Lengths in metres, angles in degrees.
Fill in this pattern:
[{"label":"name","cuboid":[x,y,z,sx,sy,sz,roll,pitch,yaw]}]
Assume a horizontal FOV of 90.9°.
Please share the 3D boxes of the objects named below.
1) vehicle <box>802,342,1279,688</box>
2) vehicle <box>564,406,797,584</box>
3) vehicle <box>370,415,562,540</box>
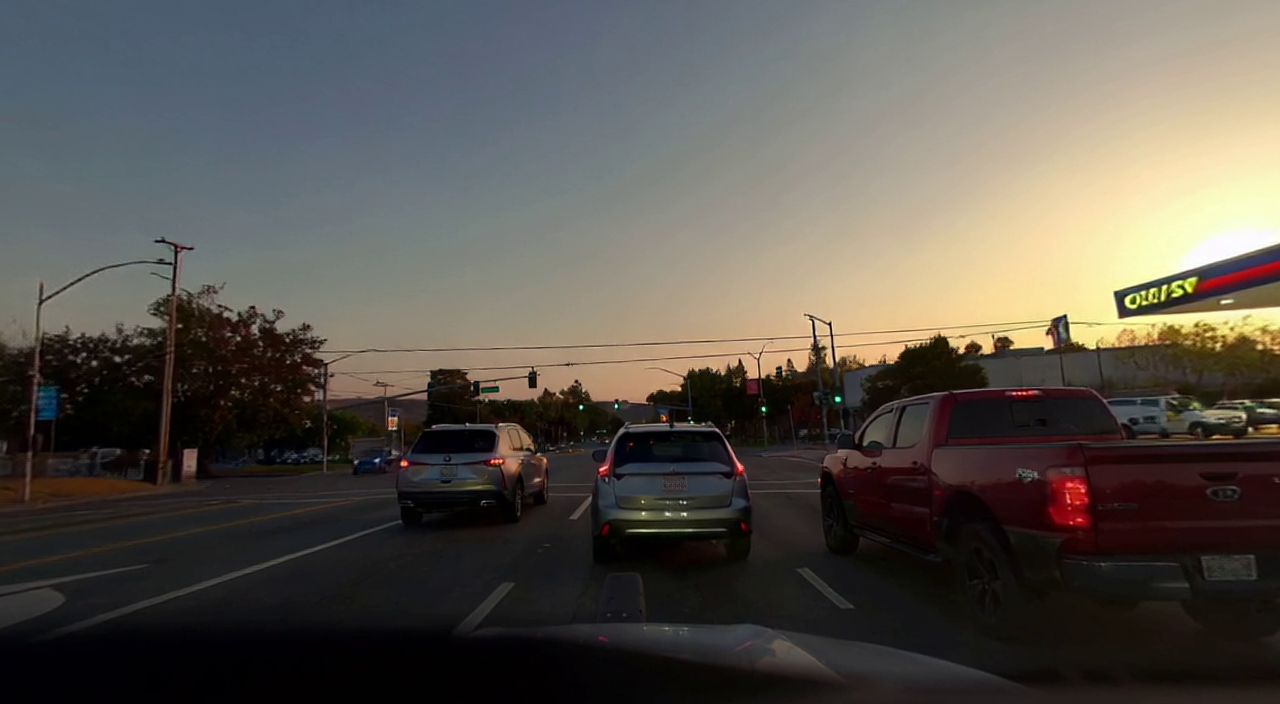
[{"label":"vehicle","cuboid":[3.414,1.262,6.150,2.161,1.868,5.321,0,-8,-1]},{"label":"vehicle","cuboid":[0.368,1.645,8.021,2.181,1.650,4.083,0,-8,0]},{"label":"vehicle","cuboid":[-2.711,2.076,11.037,2.019,1.731,4.299,0,-8,1]}]
